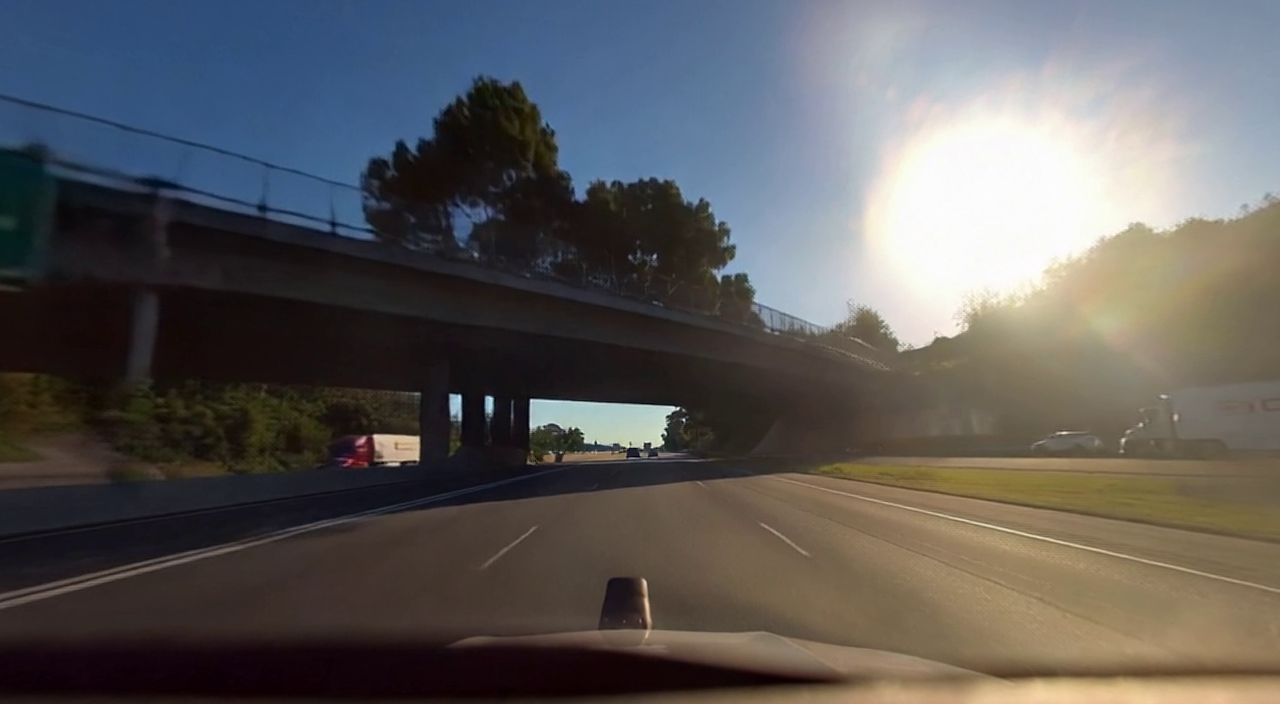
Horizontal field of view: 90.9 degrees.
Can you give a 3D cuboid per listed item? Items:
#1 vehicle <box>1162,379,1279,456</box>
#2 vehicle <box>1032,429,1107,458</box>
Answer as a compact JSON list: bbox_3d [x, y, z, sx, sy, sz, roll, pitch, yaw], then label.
[{"bbox_3d":[35.368,3.368,32.771,2.876,4.046,13.881,1,-9,-9],"label":"vehicle"},{"bbox_3d":[29.046,6.243,42.750,2.038,1.823,3.744,1,-9,-9],"label":"vehicle"}]
